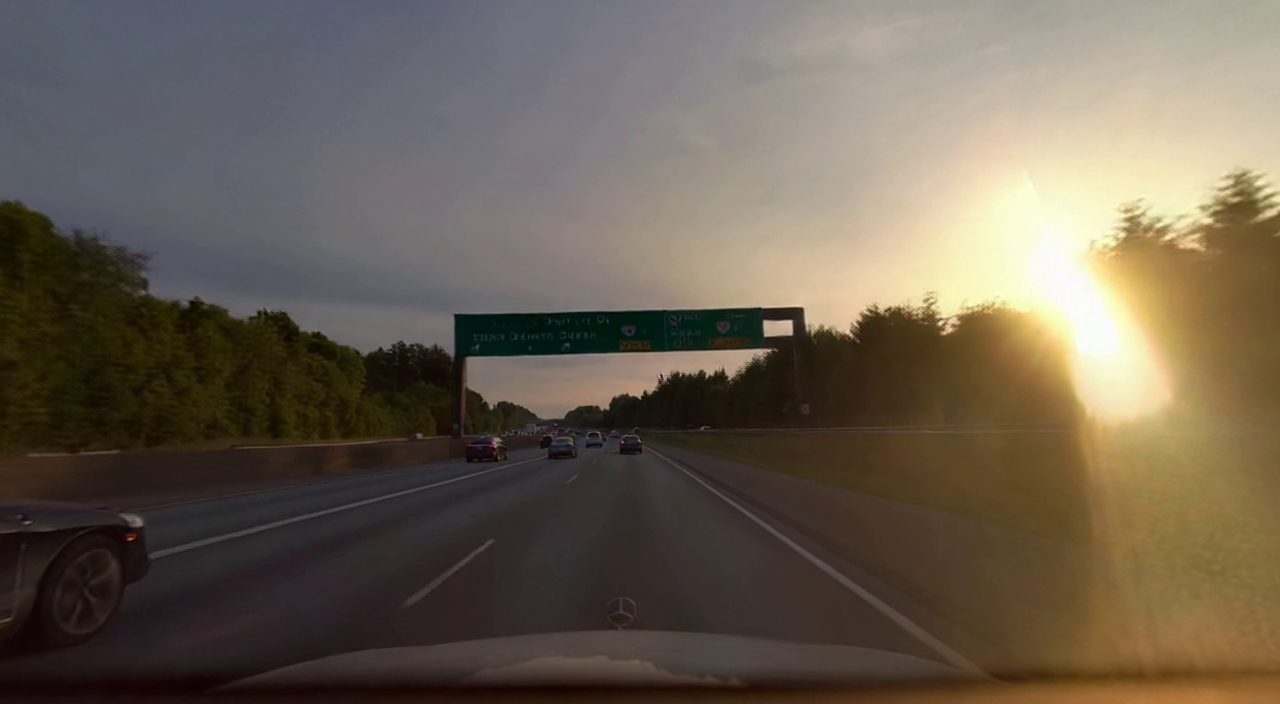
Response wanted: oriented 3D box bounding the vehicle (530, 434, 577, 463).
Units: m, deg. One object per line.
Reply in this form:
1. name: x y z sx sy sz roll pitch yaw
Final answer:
1. vehicle: -4.470 5.057 33.173 1.909 1.445 4.087 0 -8 0

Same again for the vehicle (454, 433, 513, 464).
1. vehicle: -8.378 5.175 34.042 1.953 1.524 4.863 0 -8 0

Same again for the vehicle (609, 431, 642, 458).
1. vehicle: -0.930 5.885 40.156 2.002 1.611 3.778 0 -8 -1

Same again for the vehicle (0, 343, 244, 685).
1. vehicle: -4.420 0.856 3.229 1.971 1.822 4.366 0 -8 -1
